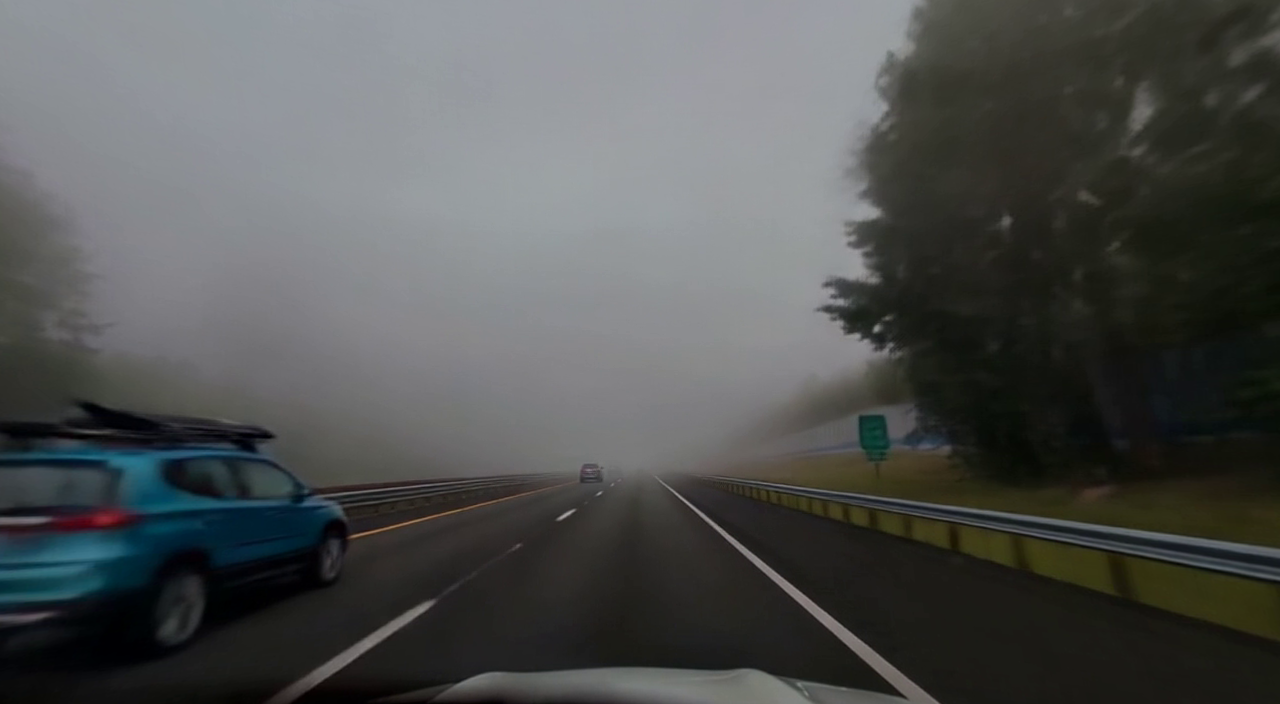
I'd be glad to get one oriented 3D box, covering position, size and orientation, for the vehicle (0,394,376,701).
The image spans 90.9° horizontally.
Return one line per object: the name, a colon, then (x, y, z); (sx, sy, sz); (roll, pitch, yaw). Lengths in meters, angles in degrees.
vehicle: (-4.355, 1.447, 5.663); (2.022, 1.650, 4.331); (1, -11, 0)
